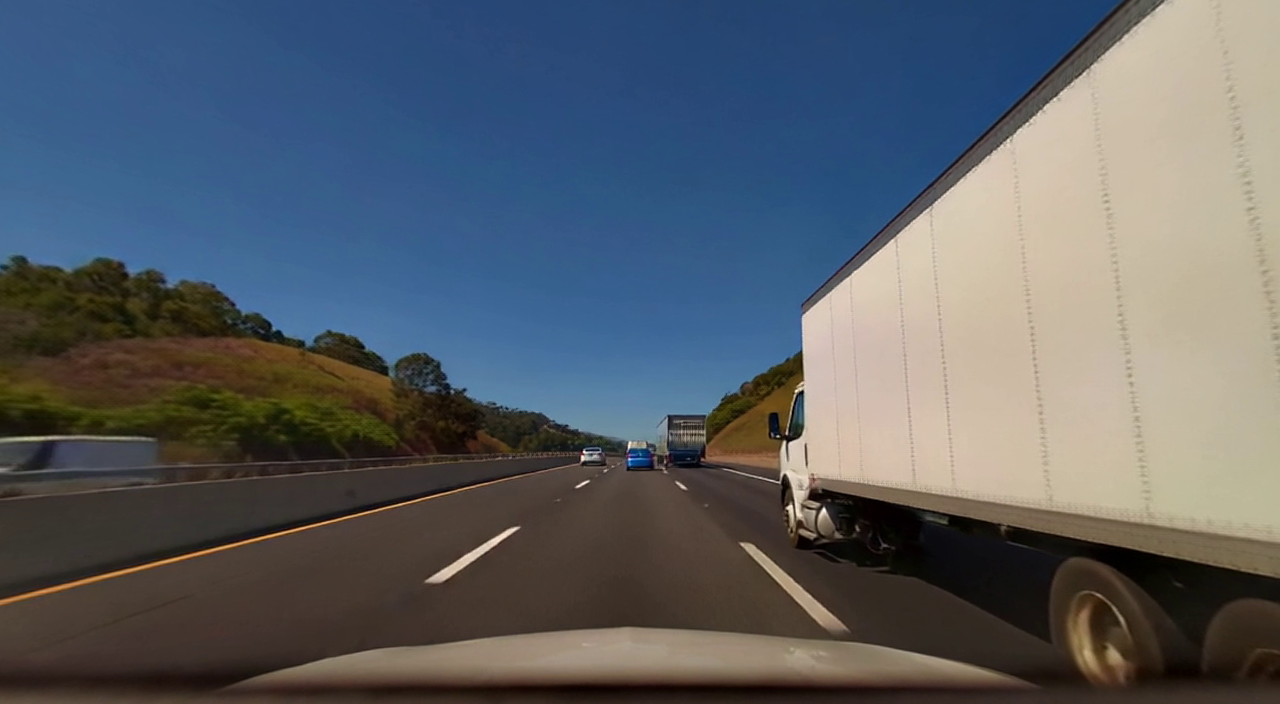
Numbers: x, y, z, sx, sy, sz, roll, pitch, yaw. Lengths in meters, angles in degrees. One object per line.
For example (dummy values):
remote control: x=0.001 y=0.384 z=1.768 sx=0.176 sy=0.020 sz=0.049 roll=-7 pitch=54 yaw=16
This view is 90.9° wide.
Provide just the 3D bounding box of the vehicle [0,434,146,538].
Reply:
vehicle: x=-16.409 y=3.419 z=16.379 sx=2.308 sy=2.449 sz=5.847 roll=0 pitch=-9 yaw=0

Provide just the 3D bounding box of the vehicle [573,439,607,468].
vehicle: x=-3.612 y=7.453 z=46.422 sx=1.955 sy=2.004 sz=4.792 roll=-1 pitch=-9 yaw=1

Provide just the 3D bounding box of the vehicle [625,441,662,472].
vehicle: x=0.201 y=6.464 z=39.049 sx=2.166 sy=1.747 sz=4.299 roll=0 pitch=-9 yaw=0
